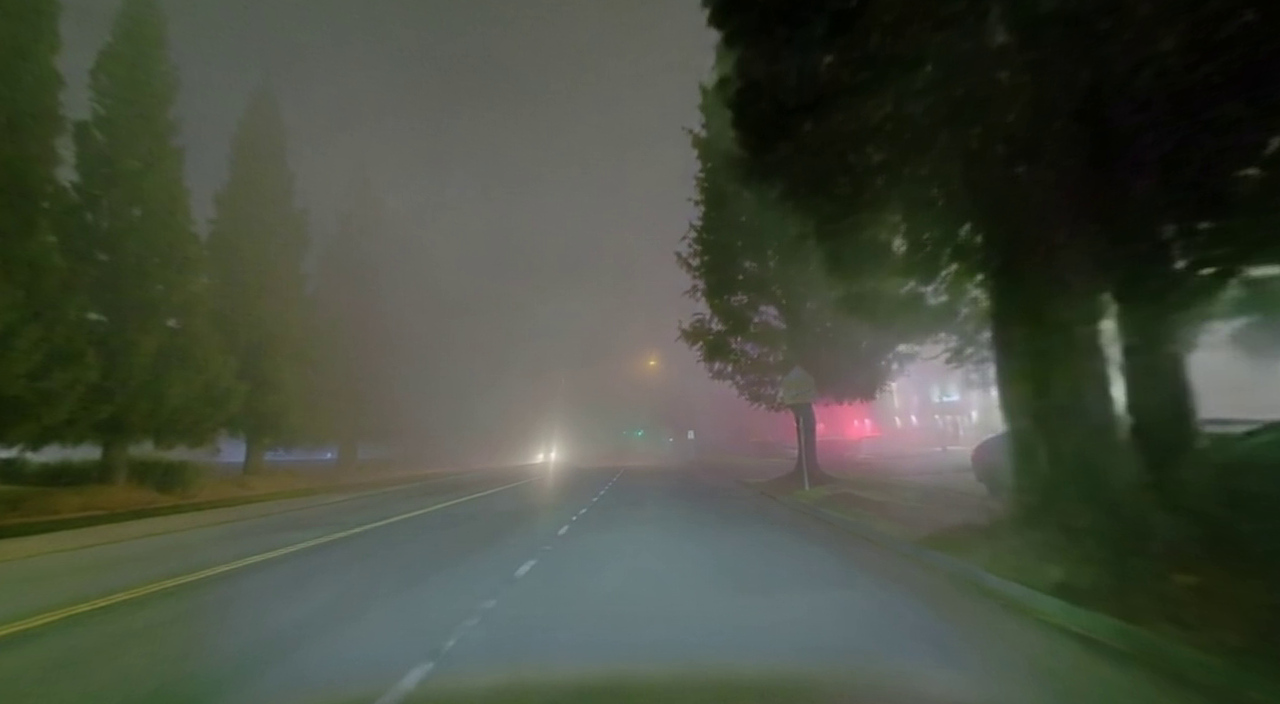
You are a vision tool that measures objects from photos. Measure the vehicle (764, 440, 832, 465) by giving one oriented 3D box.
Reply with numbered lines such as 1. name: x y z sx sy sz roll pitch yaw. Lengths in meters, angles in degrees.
1. vehicle: 11.290 7.221 45.267 4.361 1.462 1.857 -3 -11 1

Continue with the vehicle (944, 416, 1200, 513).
1. vehicle: 7.899 2.122 12.180 2.004 1.498 4.208 -1 -9 1

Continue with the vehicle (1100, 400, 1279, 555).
1. vehicle: 7.704 1.328 6.750 1.896 1.615 4.778 -1 -10 0
